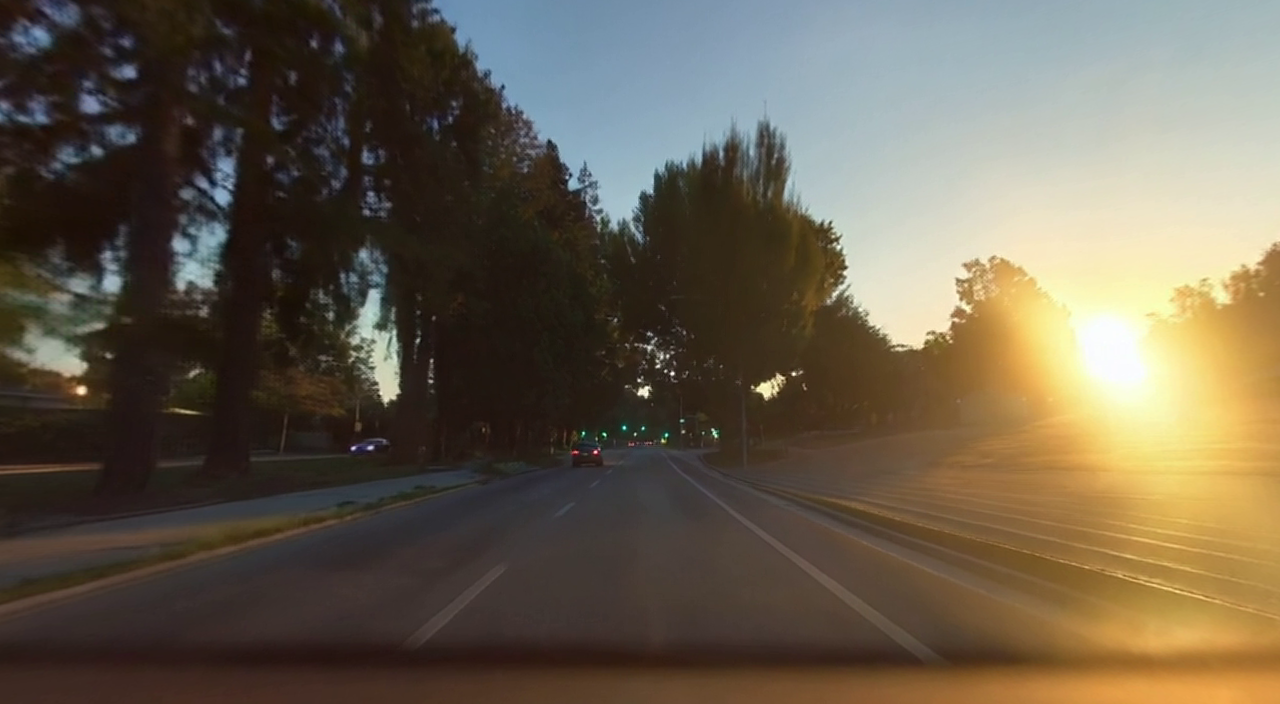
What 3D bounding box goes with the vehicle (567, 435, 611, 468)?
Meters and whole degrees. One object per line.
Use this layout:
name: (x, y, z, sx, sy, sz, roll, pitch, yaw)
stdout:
vehicle: (-2.745, 5.466, 34.791, 2.016, 1.694, 4.335, 0, -8, 1)
